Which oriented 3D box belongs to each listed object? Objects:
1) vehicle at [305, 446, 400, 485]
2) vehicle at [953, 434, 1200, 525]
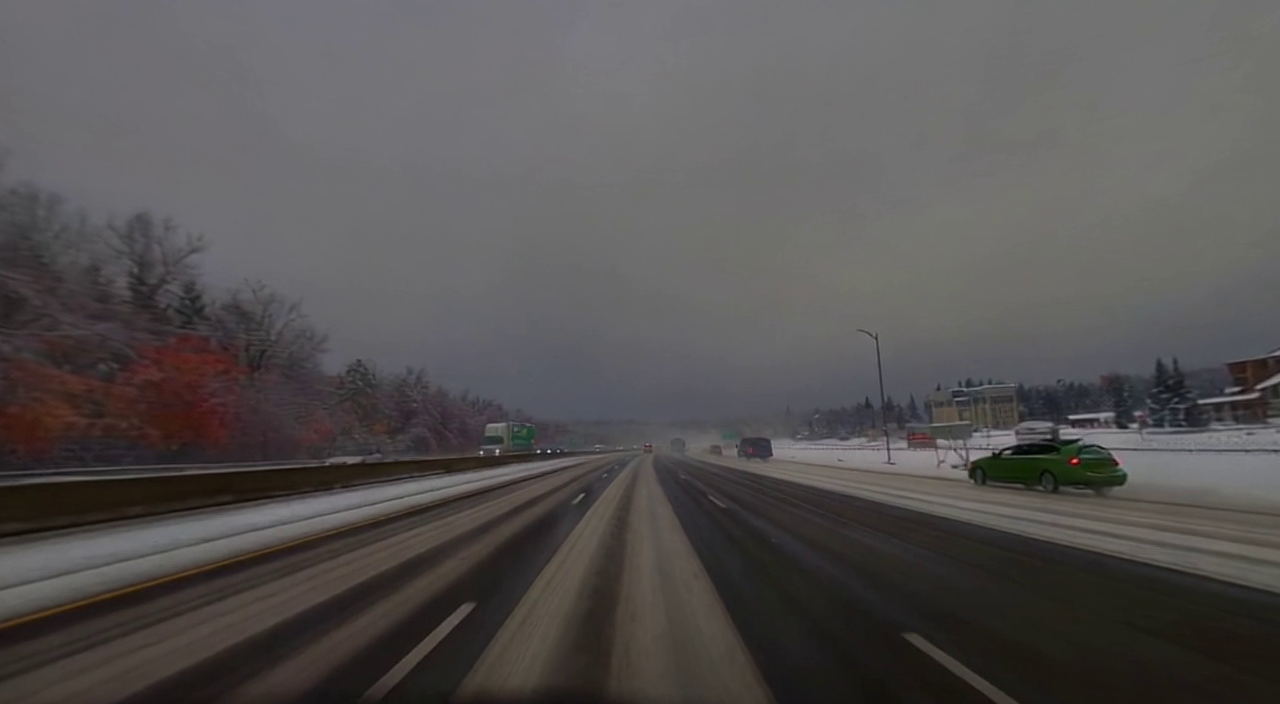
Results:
[{"bbox_3d":[-12.254,4.839,27.103,1.918,1.504,4.582,0,-9,0],"label":"vehicle"},{"bbox_3d":[8.412,2.471,12.657,1.874,1.494,4.082,0,-9,-3],"label":"vehicle"}]
